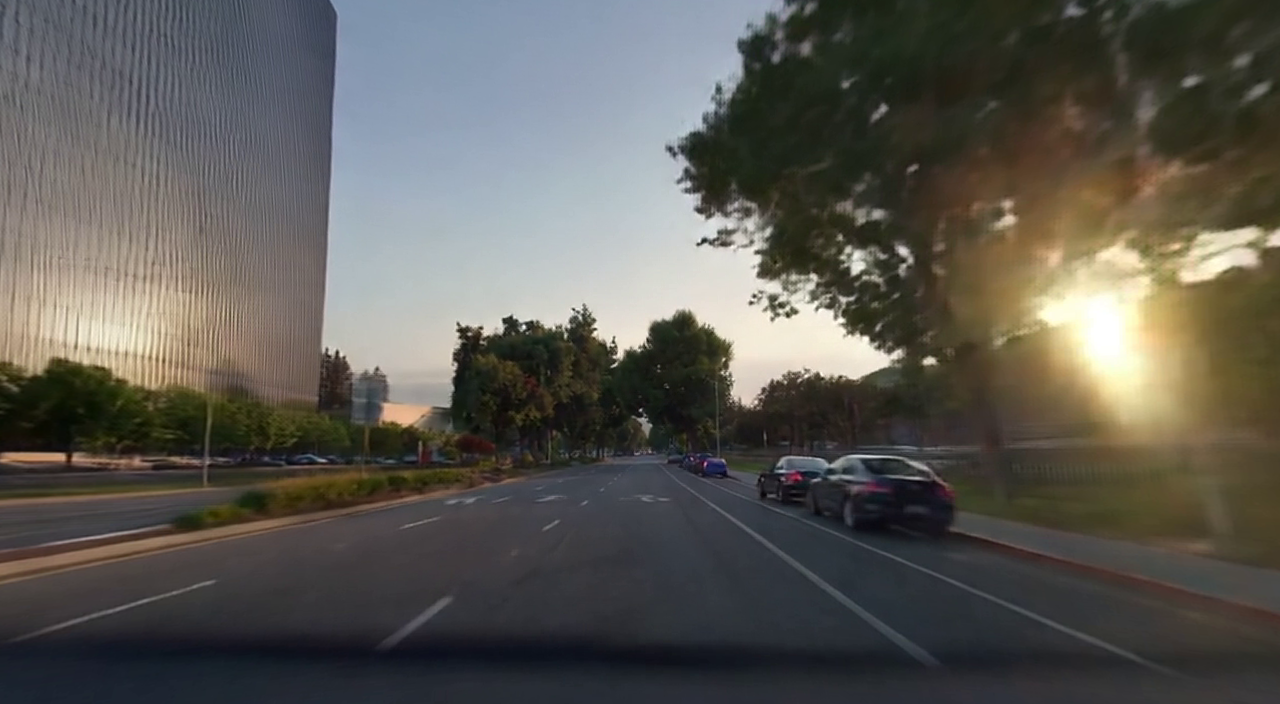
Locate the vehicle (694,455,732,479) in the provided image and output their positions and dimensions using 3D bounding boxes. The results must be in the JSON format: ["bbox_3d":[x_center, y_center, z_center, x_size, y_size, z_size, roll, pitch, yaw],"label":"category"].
[{"bbox_3d":[4.676,7.393,40.798,1.872,1.420,4.201,0,-9,-1],"label":"vehicle"}]

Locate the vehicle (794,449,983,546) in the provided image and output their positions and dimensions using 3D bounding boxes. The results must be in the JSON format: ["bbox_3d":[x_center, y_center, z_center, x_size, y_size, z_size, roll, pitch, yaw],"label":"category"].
[{"bbox_3d":[4.526,2.672,12.329,1.909,1.503,4.368,0,-9,0],"label":"vehicle"}]
